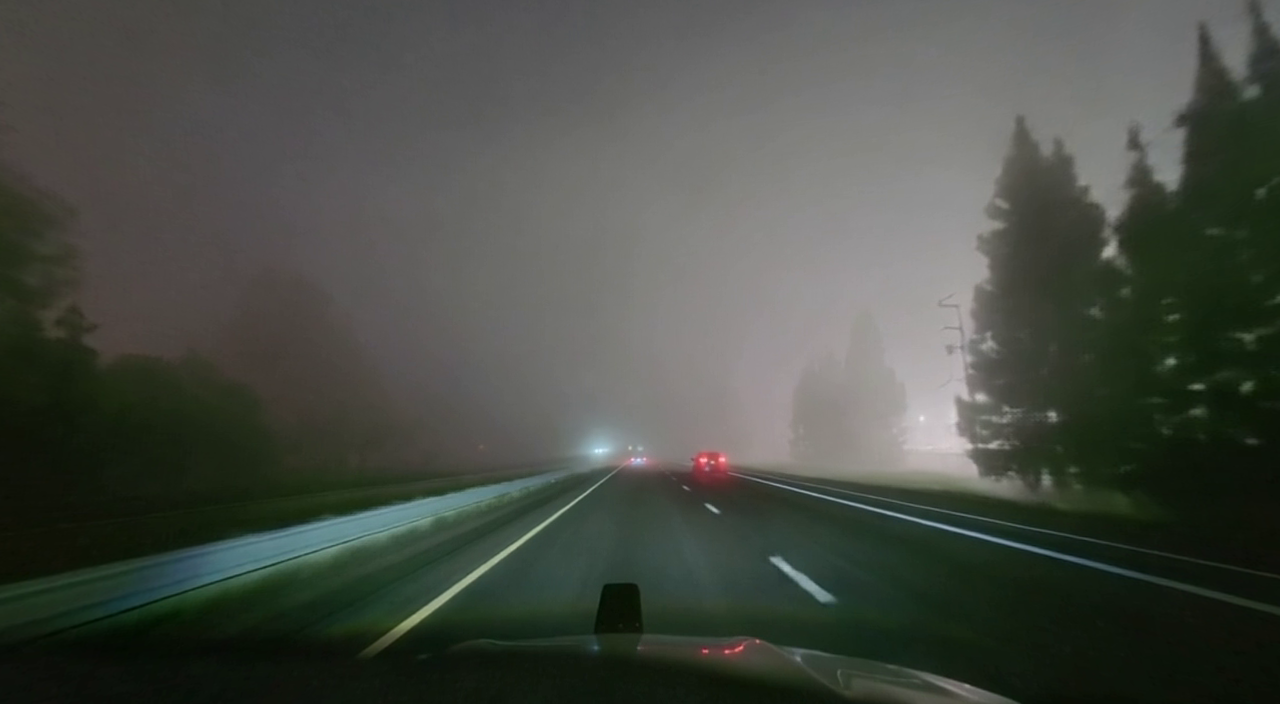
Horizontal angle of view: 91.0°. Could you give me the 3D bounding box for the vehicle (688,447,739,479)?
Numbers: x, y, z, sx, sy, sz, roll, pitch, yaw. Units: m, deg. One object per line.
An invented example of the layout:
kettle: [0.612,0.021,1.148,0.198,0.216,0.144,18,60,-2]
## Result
vehicle: [3.786,5.797,33.194,2.115,1.522,4.330,0,-9,0]
